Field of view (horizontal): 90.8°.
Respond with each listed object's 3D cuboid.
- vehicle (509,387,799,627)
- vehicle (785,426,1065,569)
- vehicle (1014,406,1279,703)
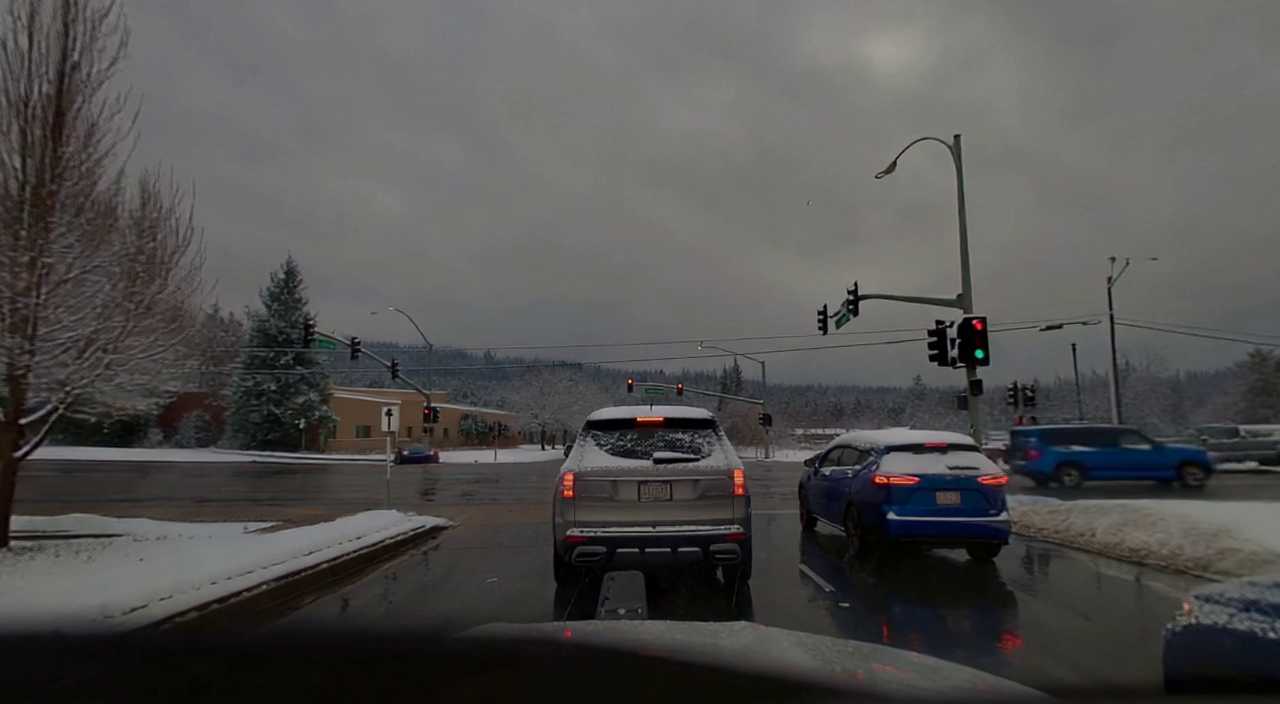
[{"bbox_3d":[0.095,1.494,7.058,2.170,1.793,4.468,0,-8,0],"label":"vehicle"},{"bbox_3d":[3.516,1.857,8.858,1.861,1.495,4.215,0,-8,-1],"label":"vehicle"},{"bbox_3d":[3.155,0.817,1.420,1.924,1.466,4.461,0,-8,1],"label":"vehicle"}]
